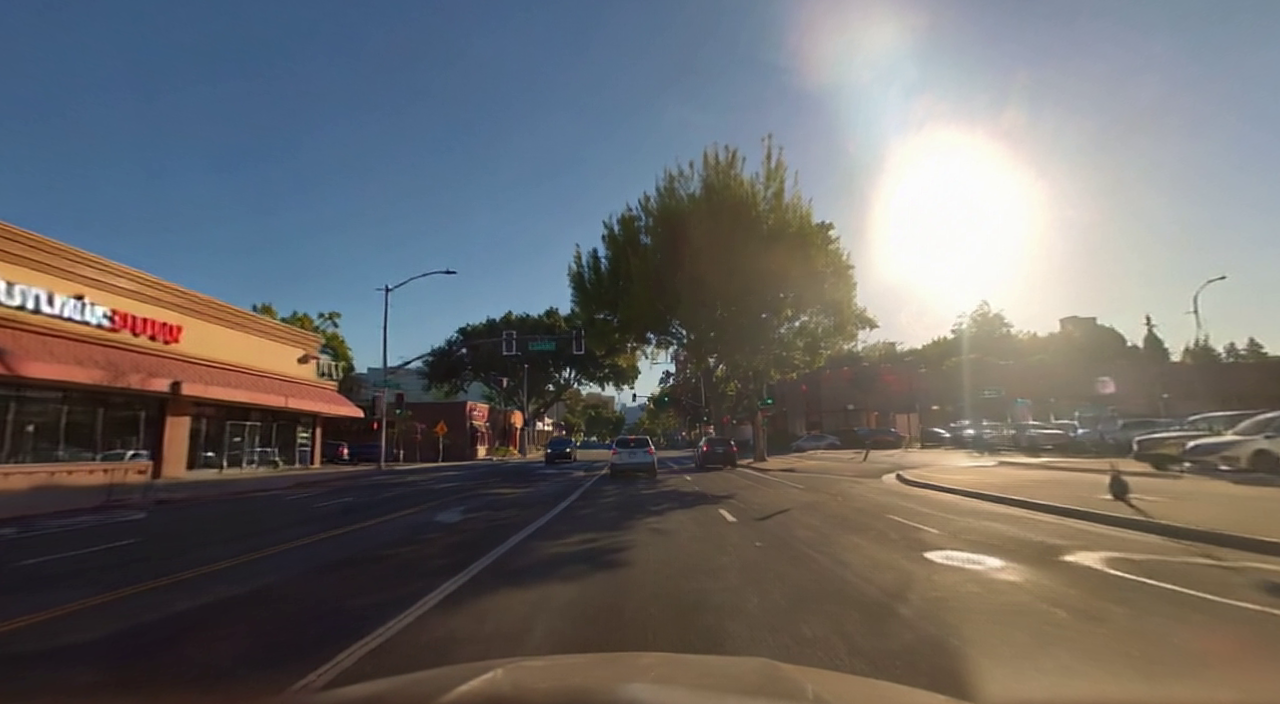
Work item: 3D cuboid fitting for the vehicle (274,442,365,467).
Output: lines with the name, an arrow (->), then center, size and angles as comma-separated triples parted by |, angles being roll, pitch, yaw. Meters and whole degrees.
vehicle -> -21.053, 6.738, 41.501 | 4.839, 1.604, 2.058 | -1, -8, 3

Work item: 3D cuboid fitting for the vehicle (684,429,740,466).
vehicle -> 3.617, 4.917, 32.576 | 2.276, 1.787, 4.630 | 0, -8, -1

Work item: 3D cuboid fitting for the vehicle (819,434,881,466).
vehicle -> 10.268, 4.725, 30.568 | 2.002, 1.427, 4.436 | -5, -9, 28

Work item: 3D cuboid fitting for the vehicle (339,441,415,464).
vehicle -> -18.731, 7.173, 45.040 | 4.561, 1.531, 1.990 | 0, -8, 1

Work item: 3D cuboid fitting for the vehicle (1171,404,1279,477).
vehicle -> 16.665, 2.170, 15.559 | 4.901, 1.674, 2.251 | -1, -8, 4

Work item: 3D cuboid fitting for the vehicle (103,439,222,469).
vehicle -> -31.522, 6.741, 41.718 | 5.964, 1.893, 2.363 | 0, -8, 1

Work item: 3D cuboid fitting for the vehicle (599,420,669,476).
vehicle -> -0.228, 3.978, 26.244 | 2.638, 2.065, 5.313 | 0, -8, 0

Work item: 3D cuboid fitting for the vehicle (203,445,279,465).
vehicle -> -30.642, 7.900, 48.468 | 4.466, 1.527, 2.028 | 0, -8, 2
